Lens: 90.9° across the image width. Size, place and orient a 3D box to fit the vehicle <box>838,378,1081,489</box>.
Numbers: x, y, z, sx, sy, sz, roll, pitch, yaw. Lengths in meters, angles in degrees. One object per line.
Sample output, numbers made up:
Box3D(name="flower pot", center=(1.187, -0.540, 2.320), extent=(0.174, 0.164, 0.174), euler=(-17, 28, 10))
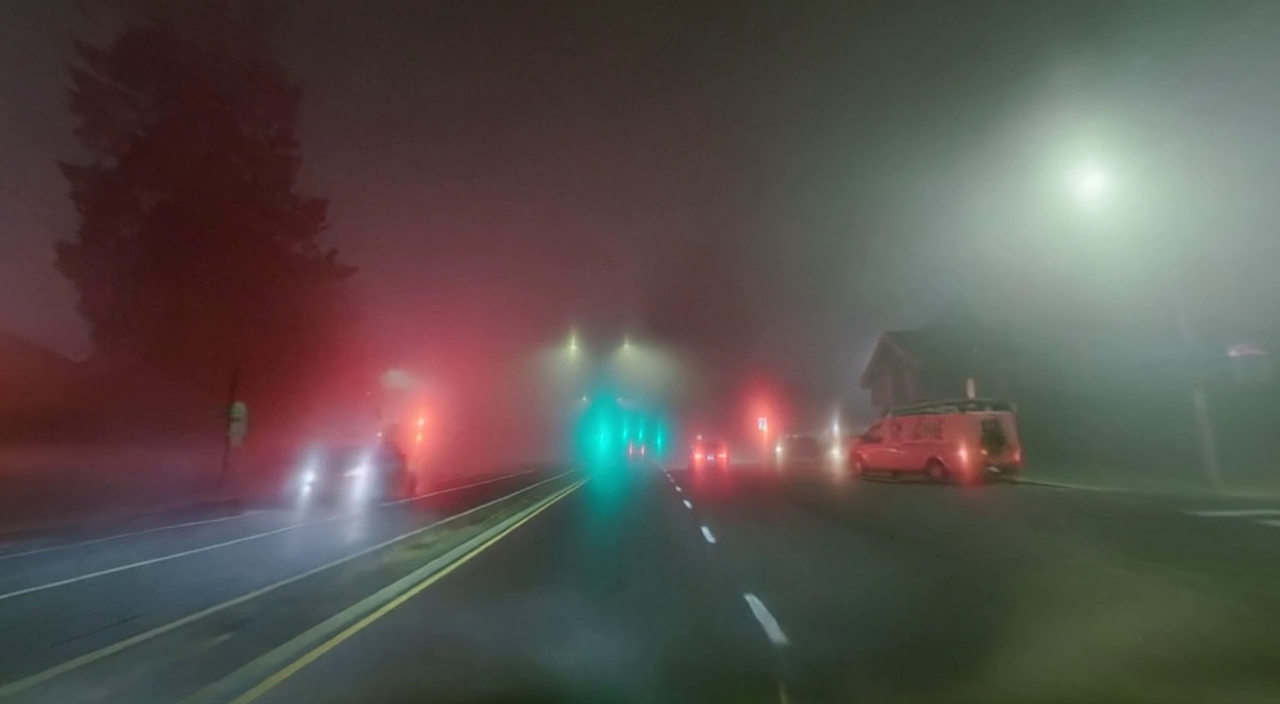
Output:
Box3D(name="vehicle", center=(9.227, 2.572, 19.402), extent=(2.331, 2.747, 6.993), euler=(2, -9, -16))

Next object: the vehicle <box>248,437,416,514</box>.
Box3D(name="vehicle", center=(-8.051, 3.247, 17.137), extent=(2.178, 1.761, 4.724), euler=(0, -9, 0))

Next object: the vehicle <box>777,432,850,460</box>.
Box3D(name="vehicle", center=(11.583, 6.319, 42.318), extent=(4.202, 1.794, 2.063), euler=(0, -9, -1))

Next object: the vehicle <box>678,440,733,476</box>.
Box3D(name="vehicle", center=(2.841, 4.721, 28.342), extent=(1.960, 1.479, 4.086), euler=(0, -9, -1))
